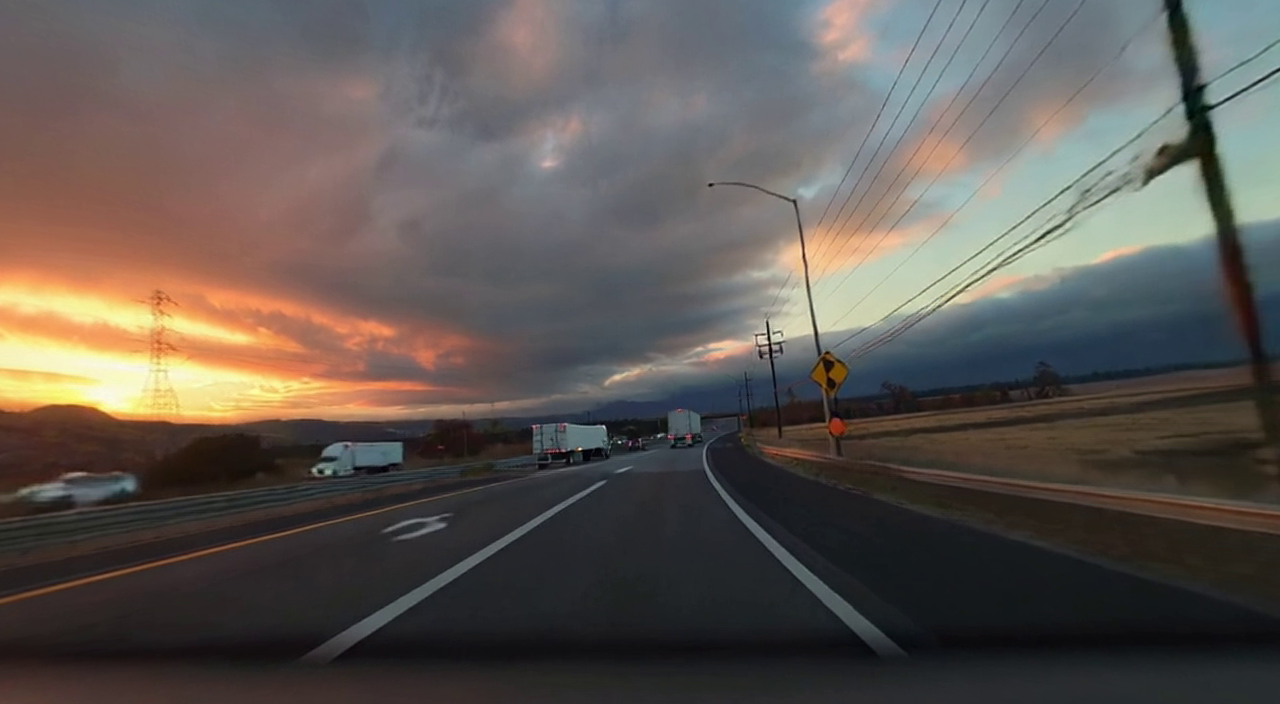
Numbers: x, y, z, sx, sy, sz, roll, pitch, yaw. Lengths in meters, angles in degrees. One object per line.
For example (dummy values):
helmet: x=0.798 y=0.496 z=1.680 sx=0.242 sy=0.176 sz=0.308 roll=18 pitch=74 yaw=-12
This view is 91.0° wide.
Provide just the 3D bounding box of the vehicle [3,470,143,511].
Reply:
vehicle: x=-31.104 y=7.575 z=34.840 sx=2.205 sy=1.827 sz=5.323 roll=-2 pitch=-9 yaw=12
